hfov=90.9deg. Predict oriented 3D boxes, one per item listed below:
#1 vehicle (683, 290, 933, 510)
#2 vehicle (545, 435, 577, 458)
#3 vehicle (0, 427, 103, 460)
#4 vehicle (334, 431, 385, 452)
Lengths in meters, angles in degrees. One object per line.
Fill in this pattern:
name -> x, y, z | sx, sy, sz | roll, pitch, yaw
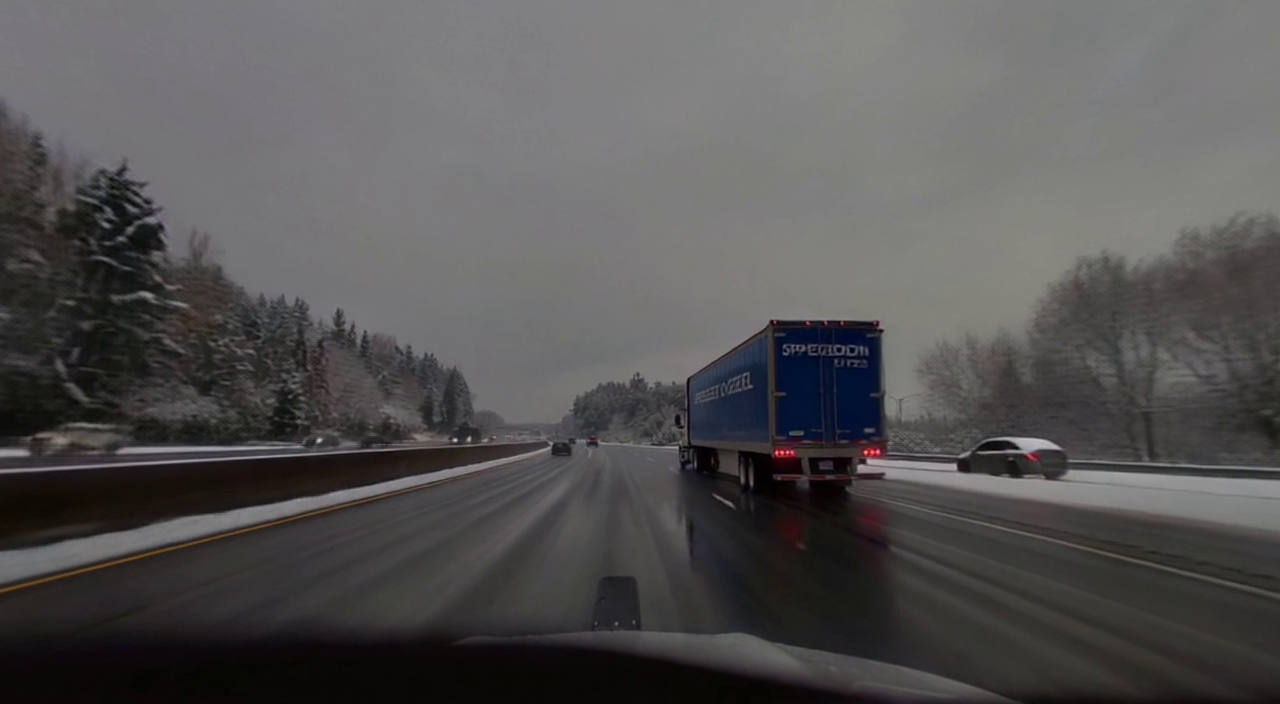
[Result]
vehicle -> 3.564, 1.797, 18.753 | 2.910, 4.051, 14.278 | 0, -8, -3
vehicle -> -5.654, 6.792, 45.513 | 2.030, 1.547, 3.862 | 1, -8, -3
vehicle -> -31.583, 4.800, 33.279 | 1.918, 1.620, 4.789 | 0, -8, 4
vehicle -> -20.698, 6.643, 46.719 | 1.824, 1.479, 4.672 | 1, -8, -3
